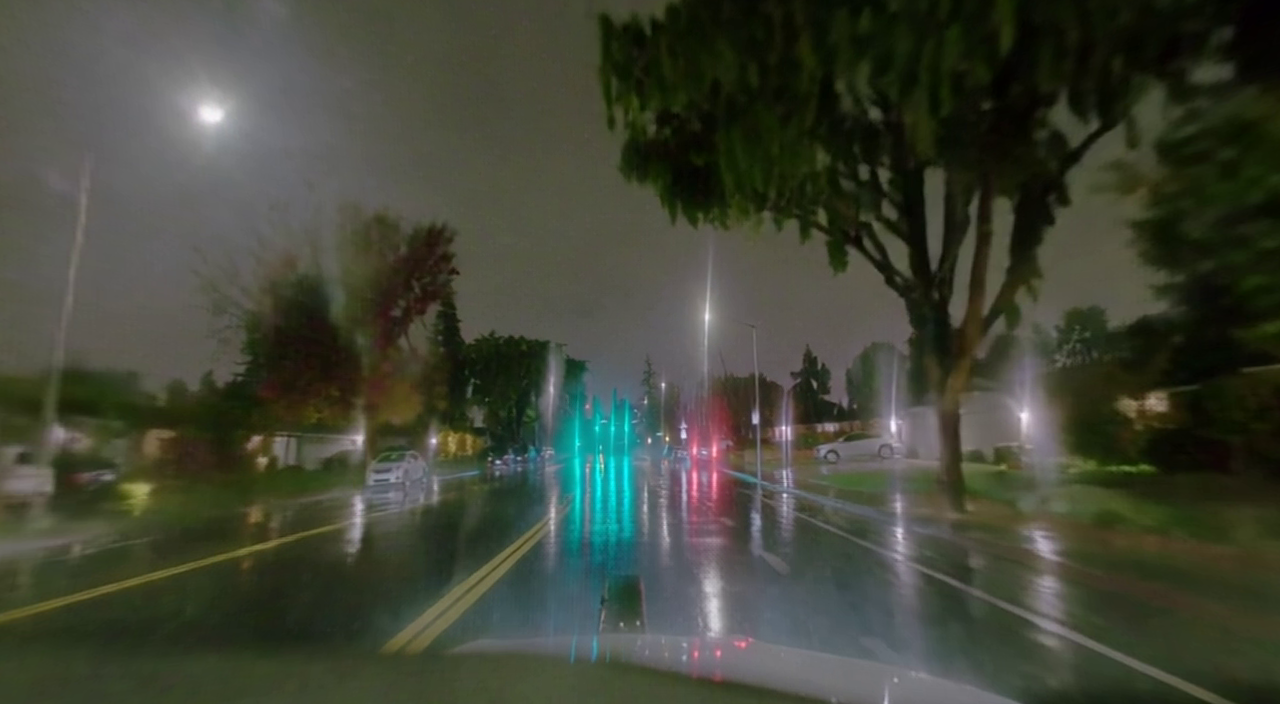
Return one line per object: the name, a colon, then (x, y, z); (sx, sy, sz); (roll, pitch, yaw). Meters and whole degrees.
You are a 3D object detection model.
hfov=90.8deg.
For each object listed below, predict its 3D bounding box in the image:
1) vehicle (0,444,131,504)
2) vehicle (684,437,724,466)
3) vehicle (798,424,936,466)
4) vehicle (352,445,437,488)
vehicle: (-18.958, 3.752, 19.643); (4.465, 1.728, 1.904); (0, -8, -1)
vehicle: (4.388, 6.939, 44.109); (2.215, 1.886, 4.577); (1, -8, -2)
vehicle: (12.404, 5.122, 34.862); (6.619, 1.884, 2.225); (-3, -8, 0)
vehicle: (-10.952, 5.148, 28.559); (2.082, 1.661, 4.403); (-2, -10, 0)
